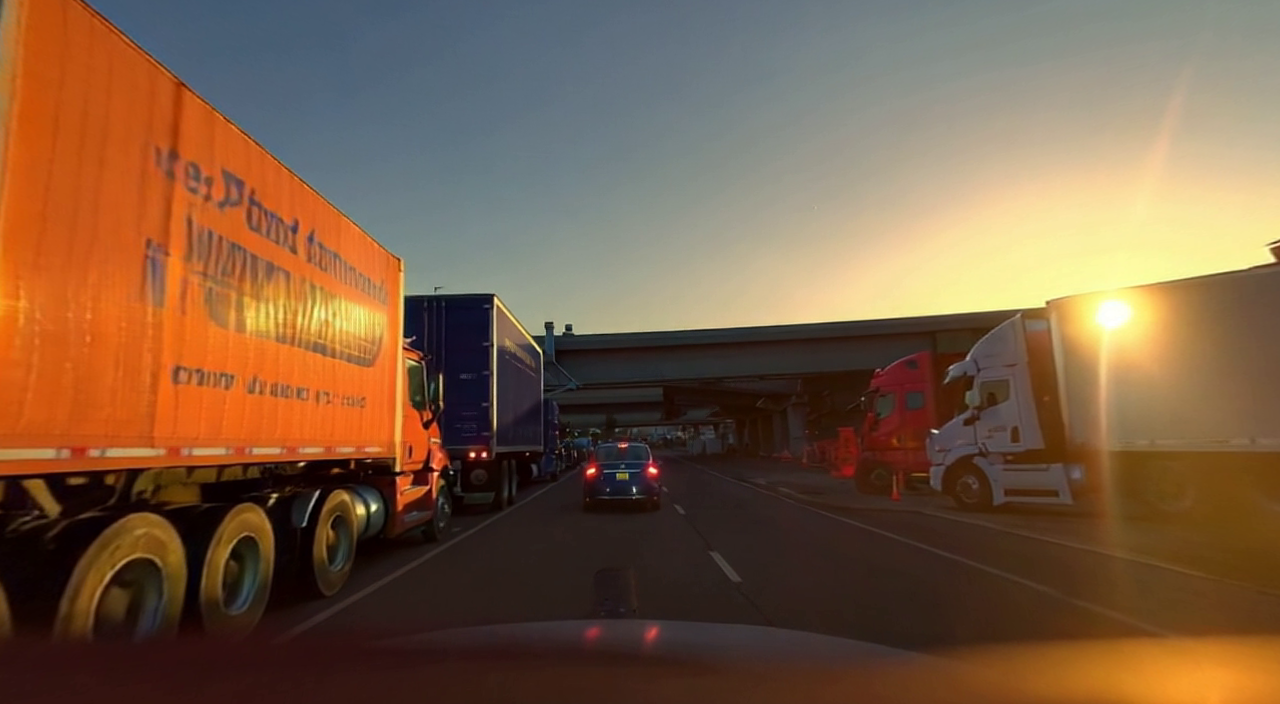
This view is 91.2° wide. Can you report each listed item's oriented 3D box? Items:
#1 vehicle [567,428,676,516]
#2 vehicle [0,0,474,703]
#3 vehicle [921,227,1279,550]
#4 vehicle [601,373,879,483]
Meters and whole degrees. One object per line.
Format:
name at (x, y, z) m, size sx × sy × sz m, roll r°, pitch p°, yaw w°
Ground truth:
vehicle at (-0.378, 2.663, 14.316) m, size 2.140 × 1.682 × 3.971 m, roll 0°, pitch -9°, yaw 0°
vehicle at (-3.991, 0.509, 5.018) m, size 2.986 × 3.391 × 9.523 m, roll 0°, pitch -9°, yaw -2°
vehicle at (11.140, 0.322, 7.598) m, size 13.564 × 4.152 × 3.110 m, roll -9°, pitch -12°, yaw 42°
vehicle at (3.743, 3.704, 30.015) m, size 2.877 × 4.124 × 14.516 m, roll 3°, pitch -8°, yaw -41°
